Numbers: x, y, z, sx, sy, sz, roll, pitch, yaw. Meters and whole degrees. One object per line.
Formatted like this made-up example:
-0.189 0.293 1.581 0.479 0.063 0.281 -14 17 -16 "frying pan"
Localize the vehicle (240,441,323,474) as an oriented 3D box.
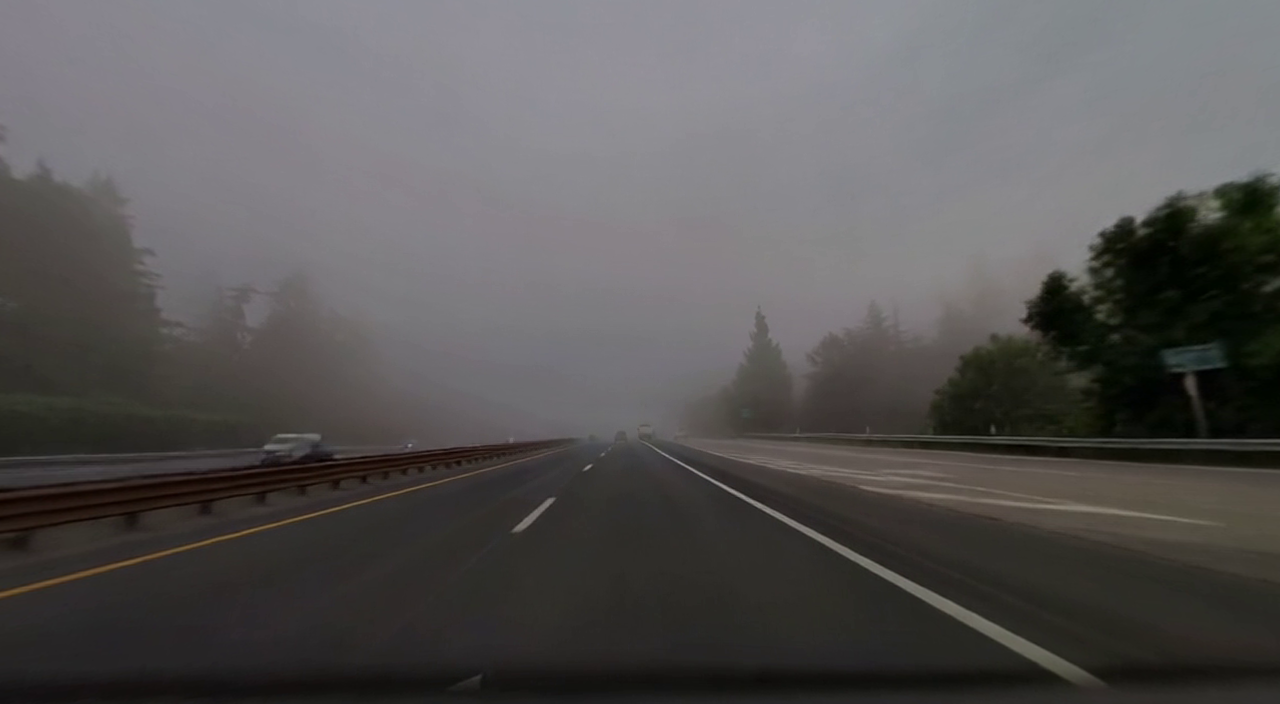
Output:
-16.983 4.991 30.028 1.756 1.429 3.808 0 -8 -1 "vehicle"
